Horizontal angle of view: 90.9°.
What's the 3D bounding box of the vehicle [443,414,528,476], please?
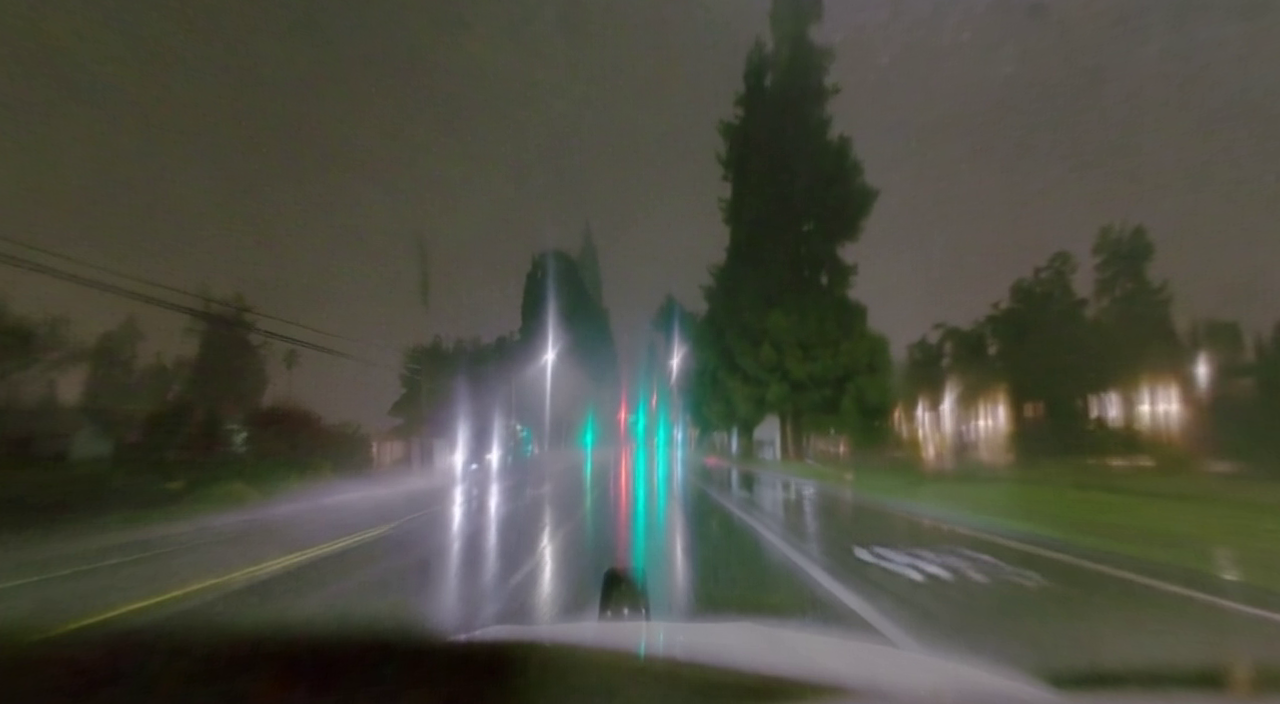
[{"bbox_3d":[-8.698,5.373,36.714,2.757,3.141,8.316,0,-8,1],"label":"vehicle"}]
